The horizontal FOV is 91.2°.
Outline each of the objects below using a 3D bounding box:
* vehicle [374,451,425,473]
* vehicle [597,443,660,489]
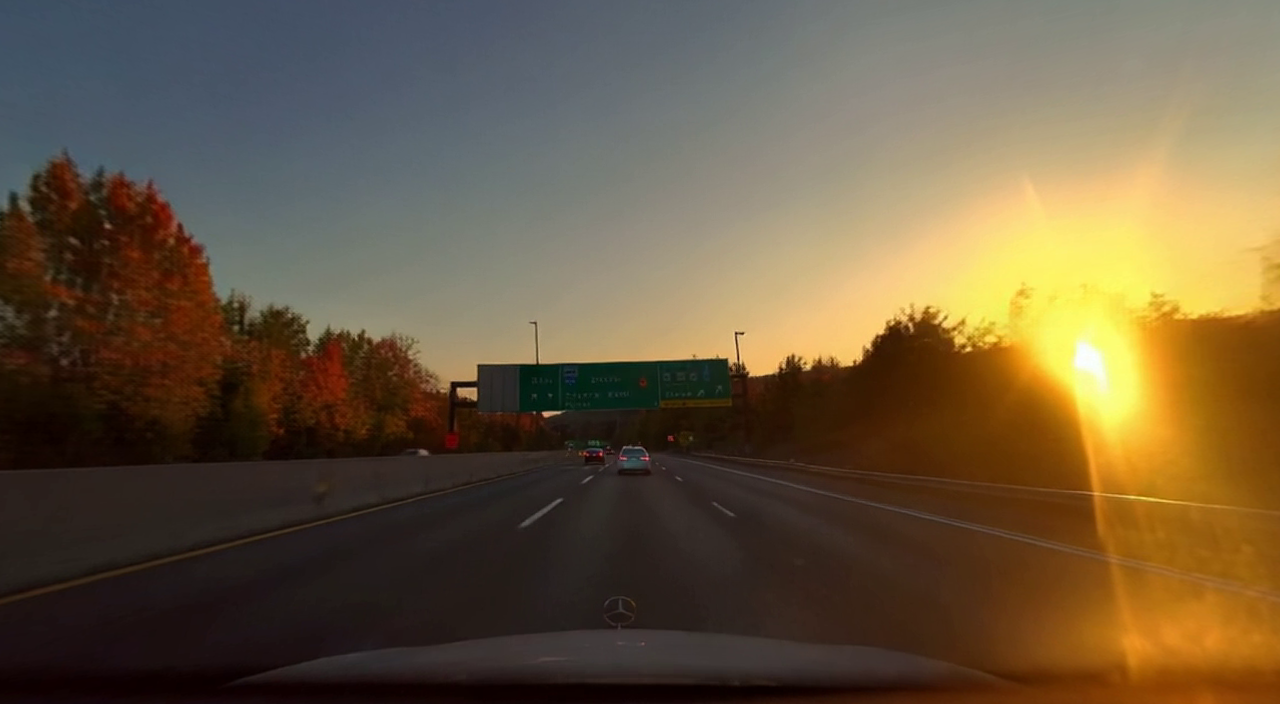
[{"bbox_3d":[-17.293,7.929,45.312,1.893,1.464,4.526,-1,-9,0],"label":"vehicle"},{"bbox_3d":[-0.408,4.097,22.796,2.066,1.490,3.759,0,-9,-1],"label":"vehicle"}]
